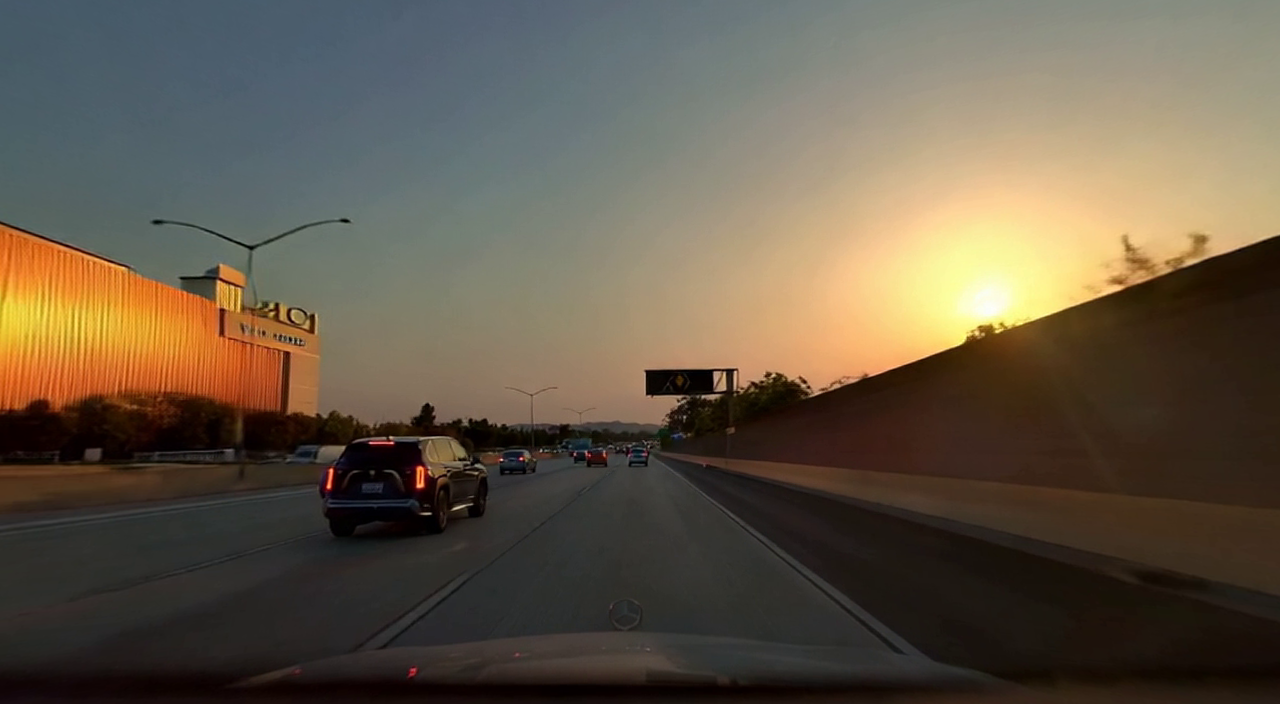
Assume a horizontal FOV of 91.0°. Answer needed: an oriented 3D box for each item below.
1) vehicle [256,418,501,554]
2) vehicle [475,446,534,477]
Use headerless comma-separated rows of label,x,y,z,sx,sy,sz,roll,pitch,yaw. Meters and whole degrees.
vehicle,-3.868,2.072,10.421,2.059,1.725,4.521,0,-9,1
vehicle,-7.230,5.871,34.164,1.998,1.542,4.953,0,-9,1
